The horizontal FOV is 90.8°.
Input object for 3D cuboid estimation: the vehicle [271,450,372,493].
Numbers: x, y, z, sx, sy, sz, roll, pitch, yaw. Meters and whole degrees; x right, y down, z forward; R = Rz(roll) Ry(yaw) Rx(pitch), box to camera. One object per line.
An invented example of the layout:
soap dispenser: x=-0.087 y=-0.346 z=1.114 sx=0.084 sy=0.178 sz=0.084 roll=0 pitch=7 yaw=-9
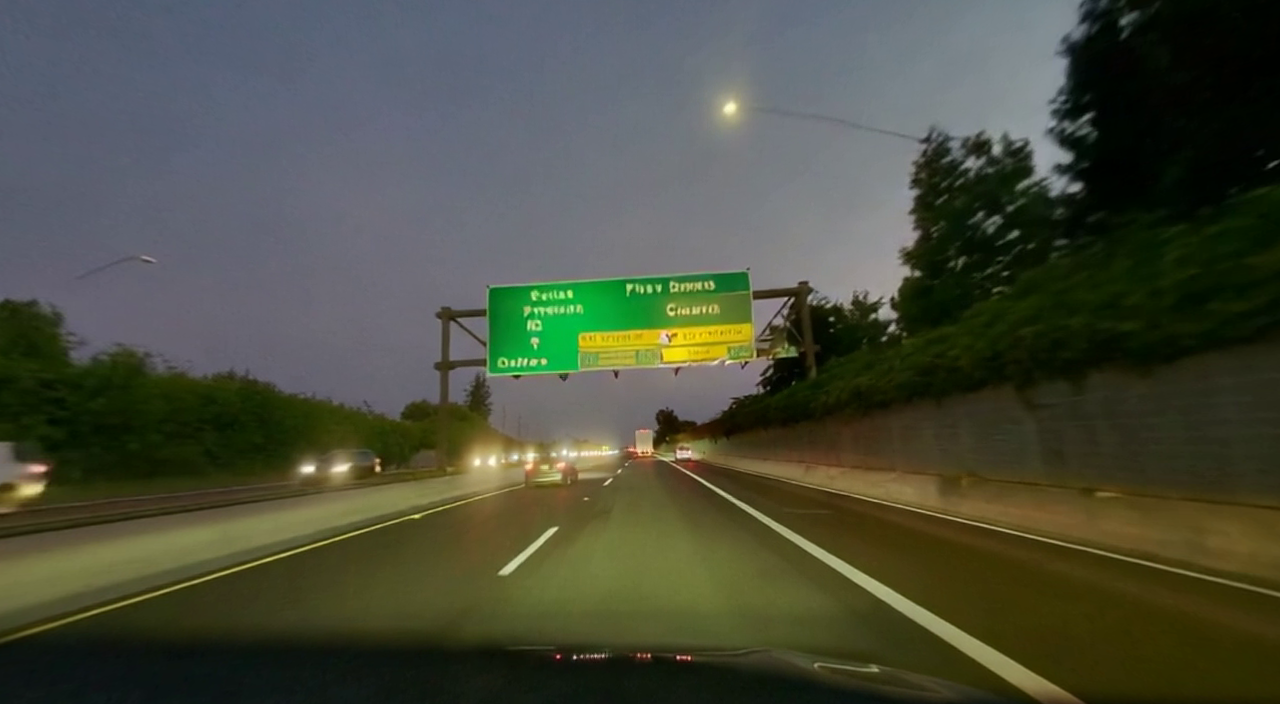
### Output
vehicle: x=-11.960 y=4.473 z=23.980 sx=1.752 sy=1.444 sz=3.929 roll=0 pitch=-9 yaw=1

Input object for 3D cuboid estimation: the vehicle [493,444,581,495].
vehicle: x=-3.232 y=3.794 z=20.780 sx=2.020 sy=1.475 sz=4.434 roll=0 pitch=-9 yaw=2
